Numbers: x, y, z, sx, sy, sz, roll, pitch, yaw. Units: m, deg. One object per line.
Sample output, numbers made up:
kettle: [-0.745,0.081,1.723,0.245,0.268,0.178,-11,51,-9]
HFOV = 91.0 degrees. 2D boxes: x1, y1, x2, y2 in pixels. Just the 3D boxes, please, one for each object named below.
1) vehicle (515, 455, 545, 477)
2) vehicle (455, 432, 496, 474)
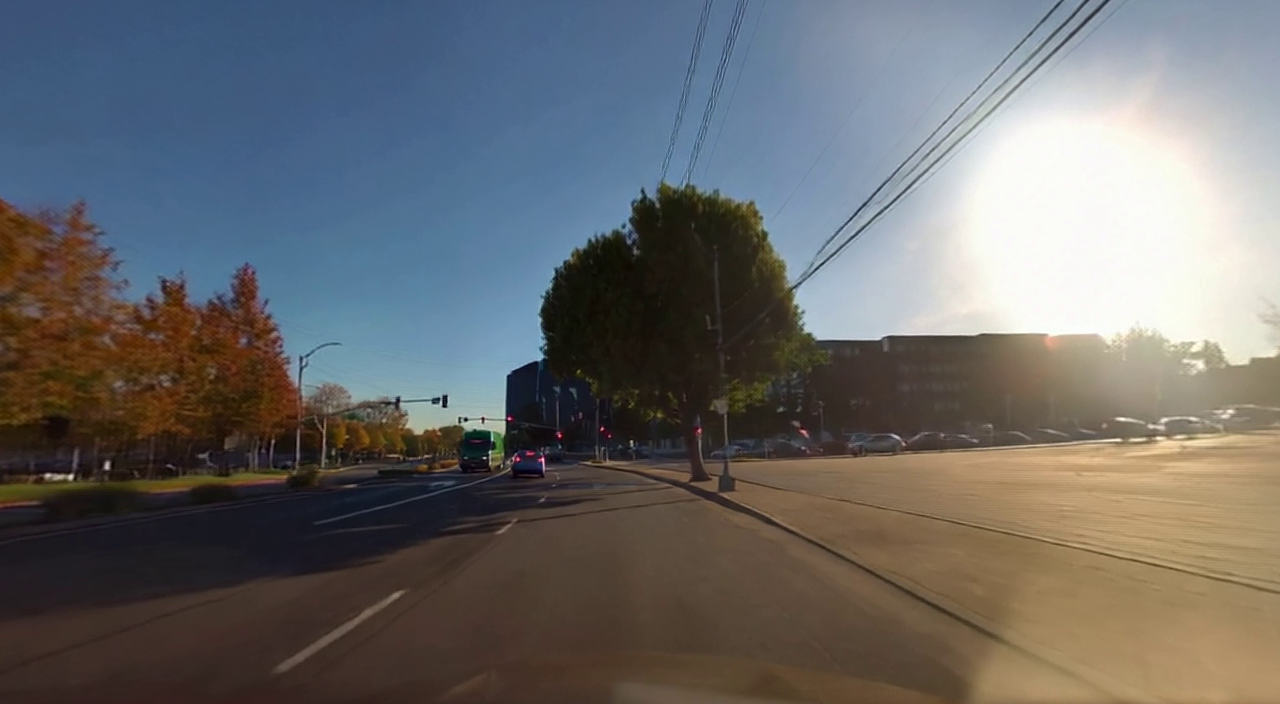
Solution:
vehicle: [-8.106,8.359,46.402,2.019,1.485,4.565,2,-9,-10]
vehicle: [-12.334,7.606,47.661,2.461,2.889,6.776,2,-9,-10]
